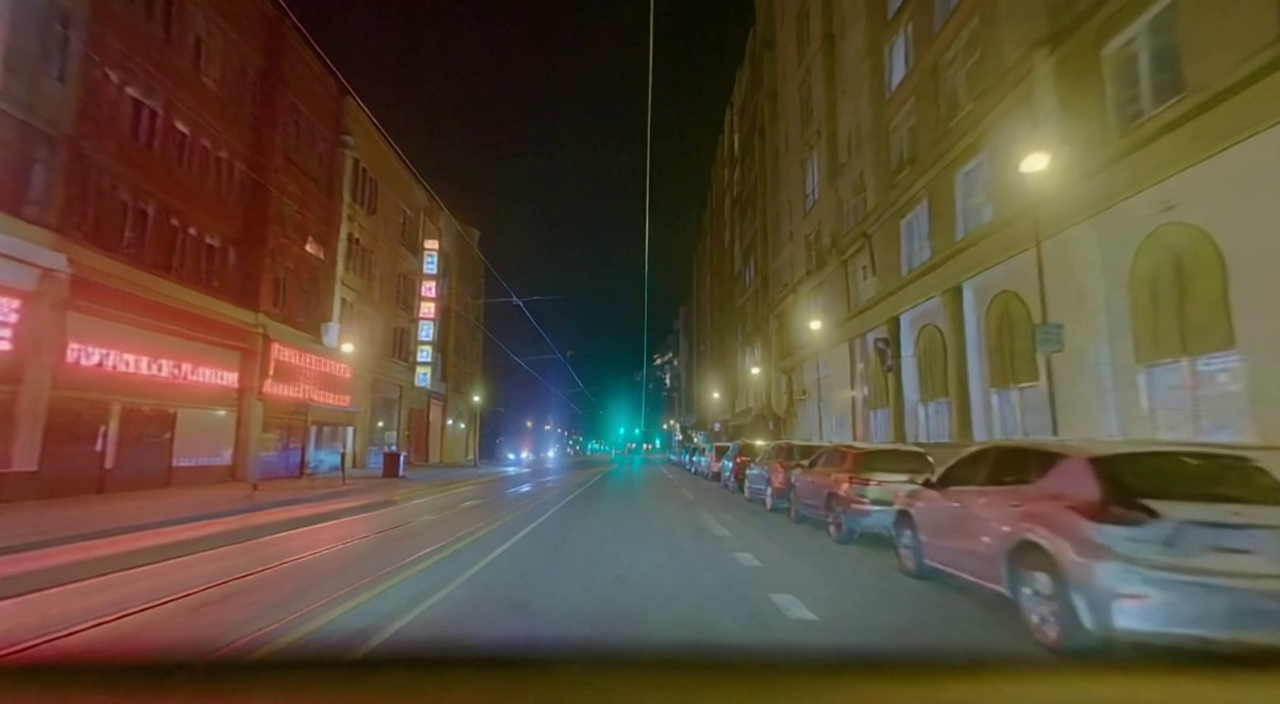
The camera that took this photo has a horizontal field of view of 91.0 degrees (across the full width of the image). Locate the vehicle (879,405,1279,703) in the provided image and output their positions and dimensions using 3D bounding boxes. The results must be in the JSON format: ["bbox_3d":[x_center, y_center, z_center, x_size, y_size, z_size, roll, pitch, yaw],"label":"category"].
[{"bbox_3d":[3.527,1.310,5.036,1.819,1.546,3.681,0,-8,1],"label":"vehicle"}]
